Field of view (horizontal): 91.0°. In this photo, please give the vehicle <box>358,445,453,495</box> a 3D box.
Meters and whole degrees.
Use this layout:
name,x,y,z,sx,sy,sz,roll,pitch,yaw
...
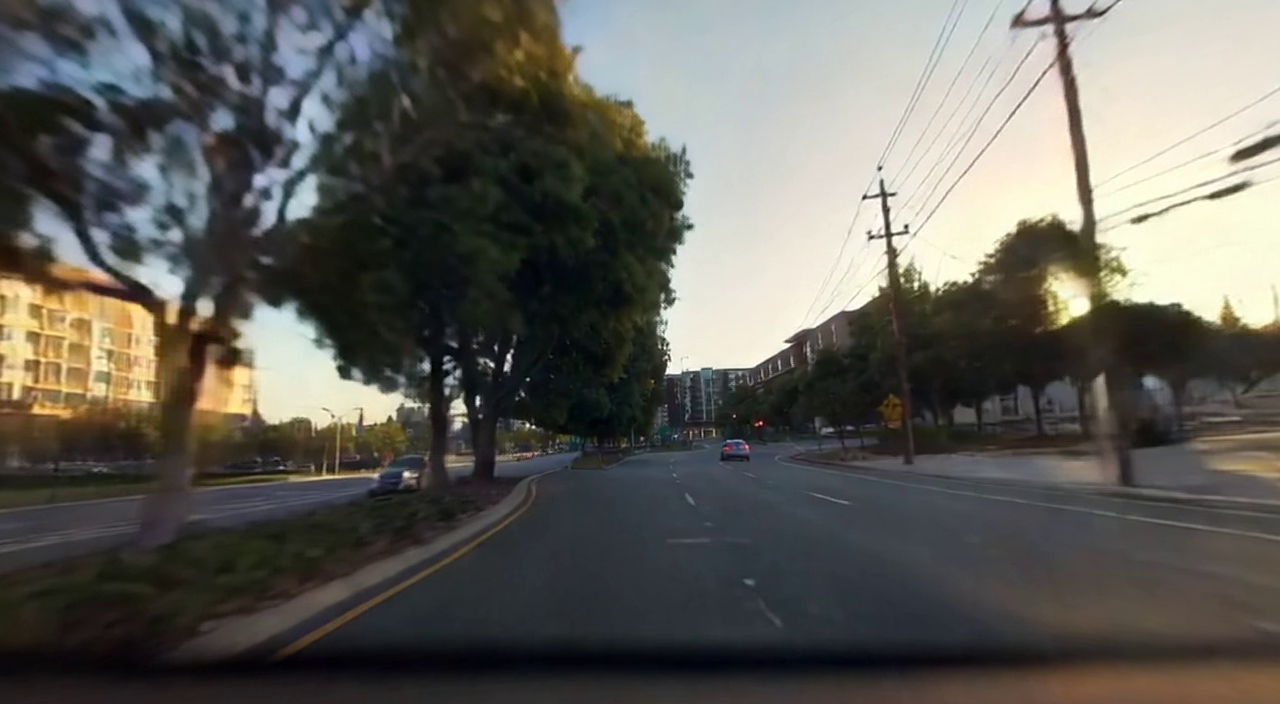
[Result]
name,x,y,z,sx,sy,sz,roll,pitch,yaw
vehicle,-9.435,4.752,25.780,2.041,1.829,4.797,-1,-9,0

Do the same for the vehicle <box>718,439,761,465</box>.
name,x,y,z,sx,sy,sz,roll,pitch,yaw
vehicle,5.909,5.988,37.807,1.908,1.476,3.880,0,-9,0
